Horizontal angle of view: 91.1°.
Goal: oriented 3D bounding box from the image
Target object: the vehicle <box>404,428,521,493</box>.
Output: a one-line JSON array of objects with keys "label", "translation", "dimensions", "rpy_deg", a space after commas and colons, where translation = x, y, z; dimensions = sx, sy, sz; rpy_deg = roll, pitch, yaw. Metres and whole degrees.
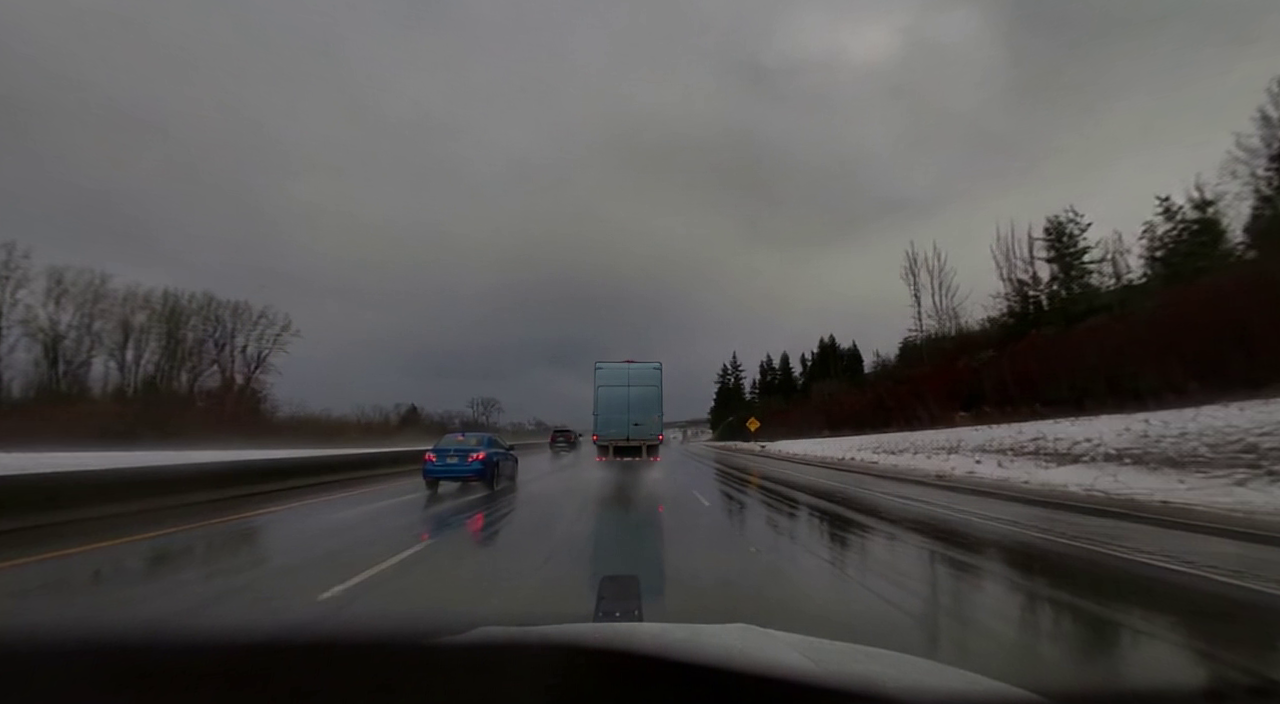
[{"label": "vehicle", "translation": [-4.661, 2.885, 17.239], "dimensions": [1.931, 1.539, 4.441], "rpy_deg": [0, -8, 0]}]

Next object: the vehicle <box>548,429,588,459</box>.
[{"label": "vehicle", "translation": [-4.569, 5.893, 40.514], "dimensions": [2.019, 1.834, 4.644], "rpy_deg": [0, -8, 0]}]

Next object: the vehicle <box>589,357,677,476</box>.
[{"label": "vehicle", "translation": [-0.323, 2.836, 26.351], "dimensions": [2.953, 4.041, 10.072], "rpy_deg": [0, -8, -1]}]
